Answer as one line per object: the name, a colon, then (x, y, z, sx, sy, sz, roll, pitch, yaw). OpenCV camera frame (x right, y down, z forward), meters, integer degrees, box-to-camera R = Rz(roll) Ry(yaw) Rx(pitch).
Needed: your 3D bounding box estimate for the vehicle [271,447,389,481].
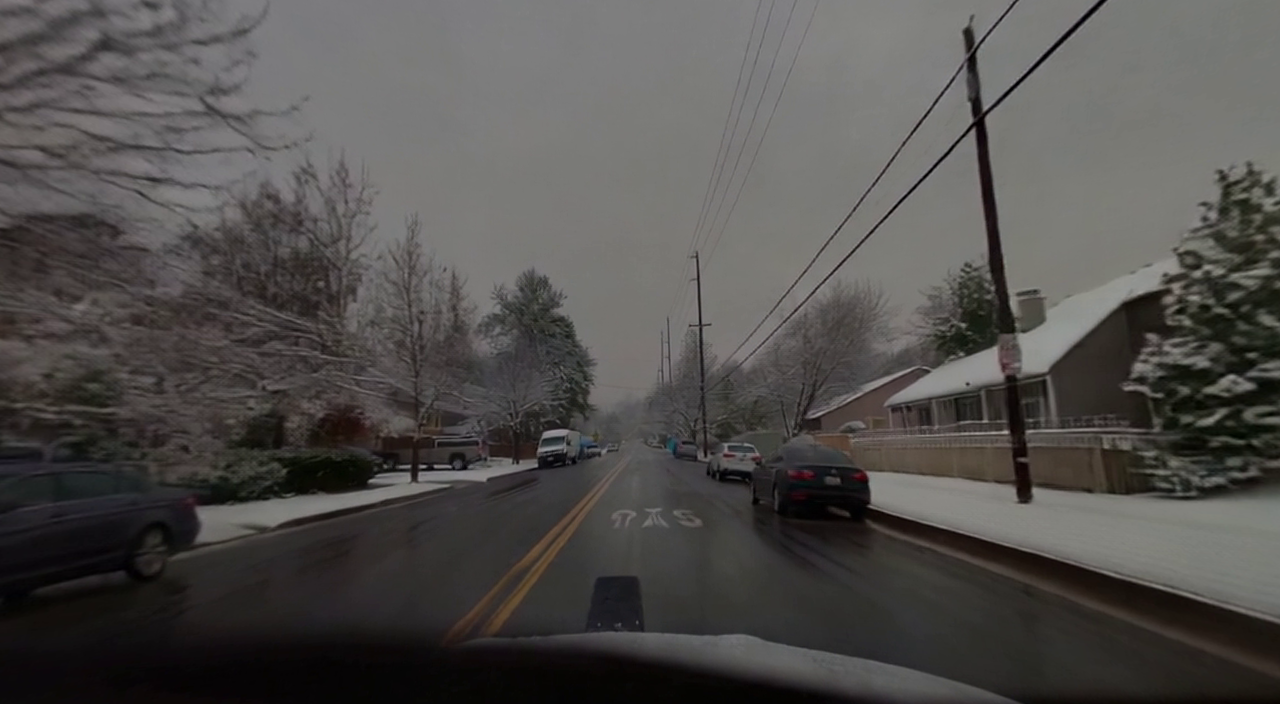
vehicle: (-14.665, 5.312, 30.103, 4.565, 1.489, 1.950, 0, -8, -2)

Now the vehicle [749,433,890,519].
vehicle: (3.507, 2.475, 13.165, 1.903, 1.500, 4.057, 0, -8, 3)

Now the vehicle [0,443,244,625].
vehicle: (-6.549, 1.764, 6.332, 2.062, 1.500, 4.629, -3, -7, 3)

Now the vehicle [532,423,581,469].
vehicle: (-5.768, 6.610, 44.463, 2.313, 2.875, 6.057, -4, -8, 2)

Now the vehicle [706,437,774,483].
vehicle: (3.665, 4.047, 24.032, 1.970, 1.530, 4.899, 0, -8, 2)

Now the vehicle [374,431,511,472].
vehicle: (-10.523, 5.351, 34.102, 6.540, 2.079, 2.565, 0, -8, 1)
